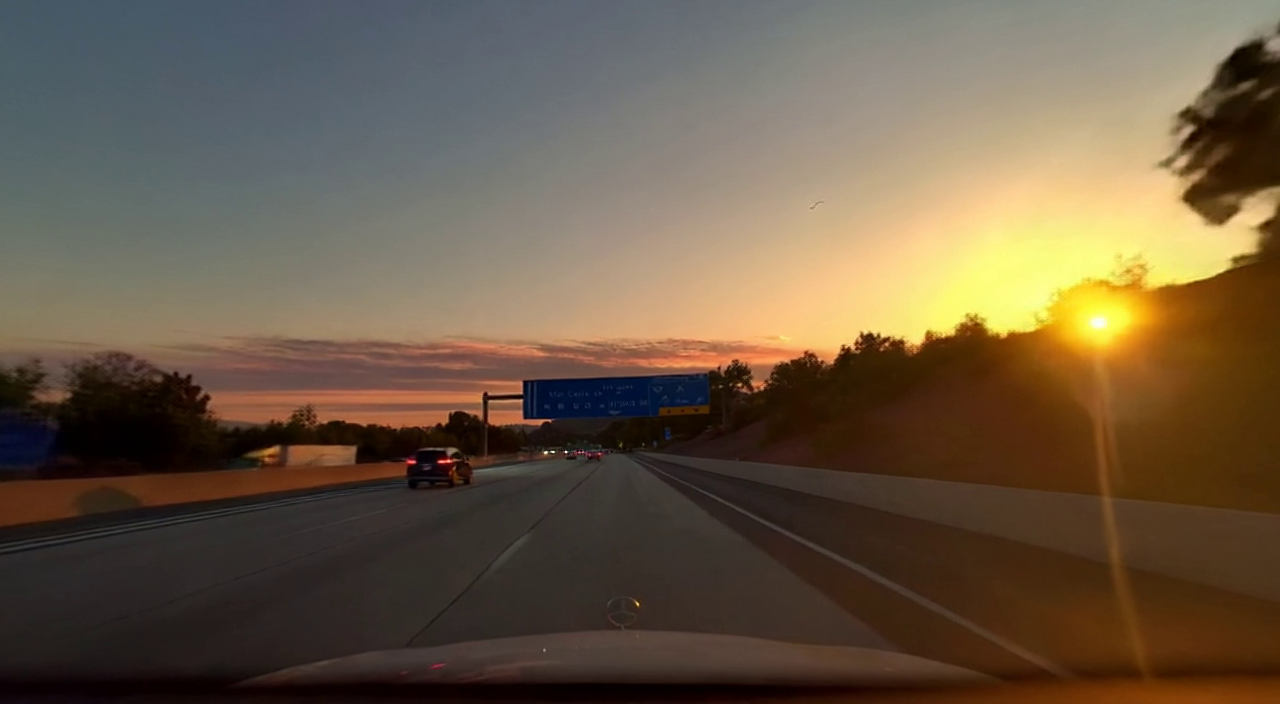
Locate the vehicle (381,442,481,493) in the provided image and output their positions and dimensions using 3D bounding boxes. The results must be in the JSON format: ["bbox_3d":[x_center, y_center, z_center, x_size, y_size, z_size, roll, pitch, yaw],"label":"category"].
[{"bbox_3d":[-7.157,4.000,22.152,2.098,1.606,4.227,0,-9,-1],"label":"vehicle"}]
